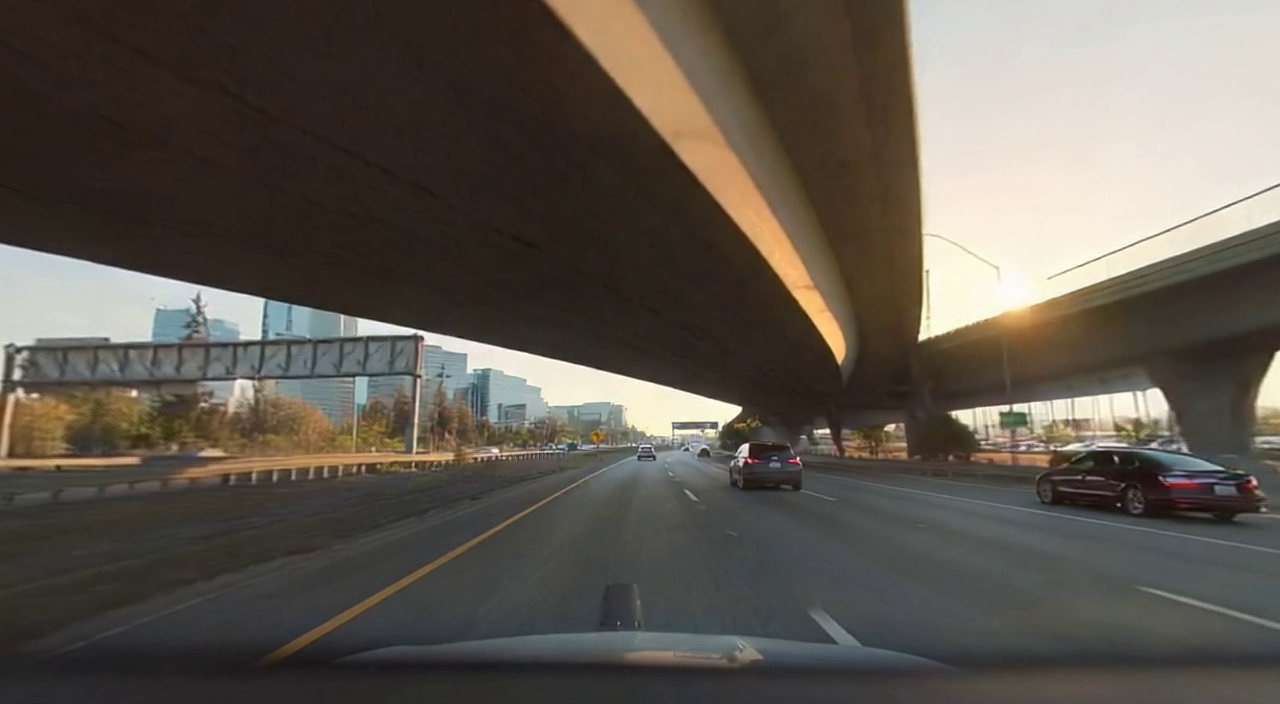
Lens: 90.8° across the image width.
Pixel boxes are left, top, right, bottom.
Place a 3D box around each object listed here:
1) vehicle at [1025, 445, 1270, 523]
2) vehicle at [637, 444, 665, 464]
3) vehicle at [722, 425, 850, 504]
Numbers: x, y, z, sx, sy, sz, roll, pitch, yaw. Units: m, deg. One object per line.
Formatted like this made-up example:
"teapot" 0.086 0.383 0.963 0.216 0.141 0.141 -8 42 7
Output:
"vehicle" 10.967 2.831 14.184 1.827 1.448 4.370 0 -9 -1
"vehicle" 0.843 7.806 48.516 2.046 1.475 3.784 -1 -9 2
"vehicle" 3.630 2.915 16.801 2.226 1.779 4.835 0 -9 0
